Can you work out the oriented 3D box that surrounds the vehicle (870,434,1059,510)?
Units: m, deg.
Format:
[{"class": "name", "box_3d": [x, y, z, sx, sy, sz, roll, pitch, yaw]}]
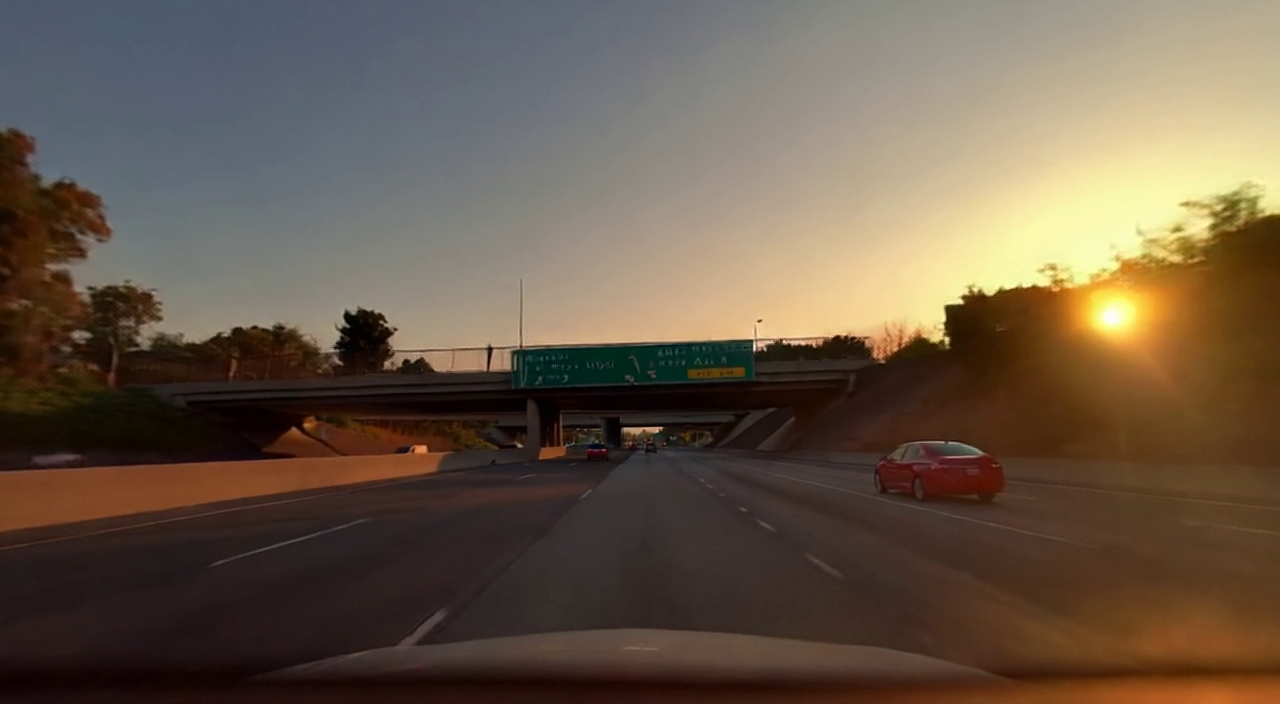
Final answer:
[{"class": "vehicle", "box_3d": [7.180, 2.690, 14.640, 1.914, 1.465, 4.574, 0, -8, 0]}]
